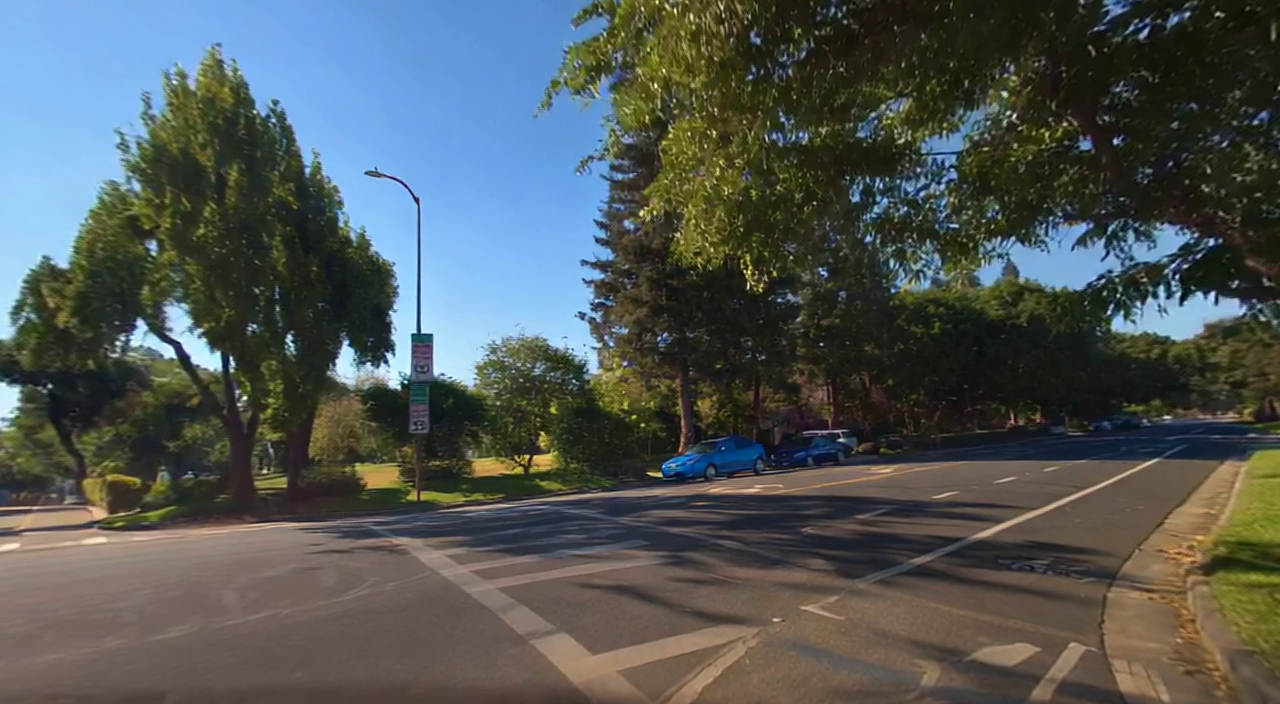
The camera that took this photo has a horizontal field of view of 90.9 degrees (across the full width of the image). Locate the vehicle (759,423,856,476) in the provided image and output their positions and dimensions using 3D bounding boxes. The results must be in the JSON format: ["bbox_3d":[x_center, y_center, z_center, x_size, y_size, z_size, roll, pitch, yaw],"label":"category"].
[{"bbox_3d":[7.831,4.487,29.276,4.467,1.700,2.087,-3,-8,-44],"label":"vehicle"}]

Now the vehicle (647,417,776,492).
[{"bbox_3d":[2.919,3.930,24.613,2.159,1.959,5.179,-14,-7,41],"label":"vehicle"}]
